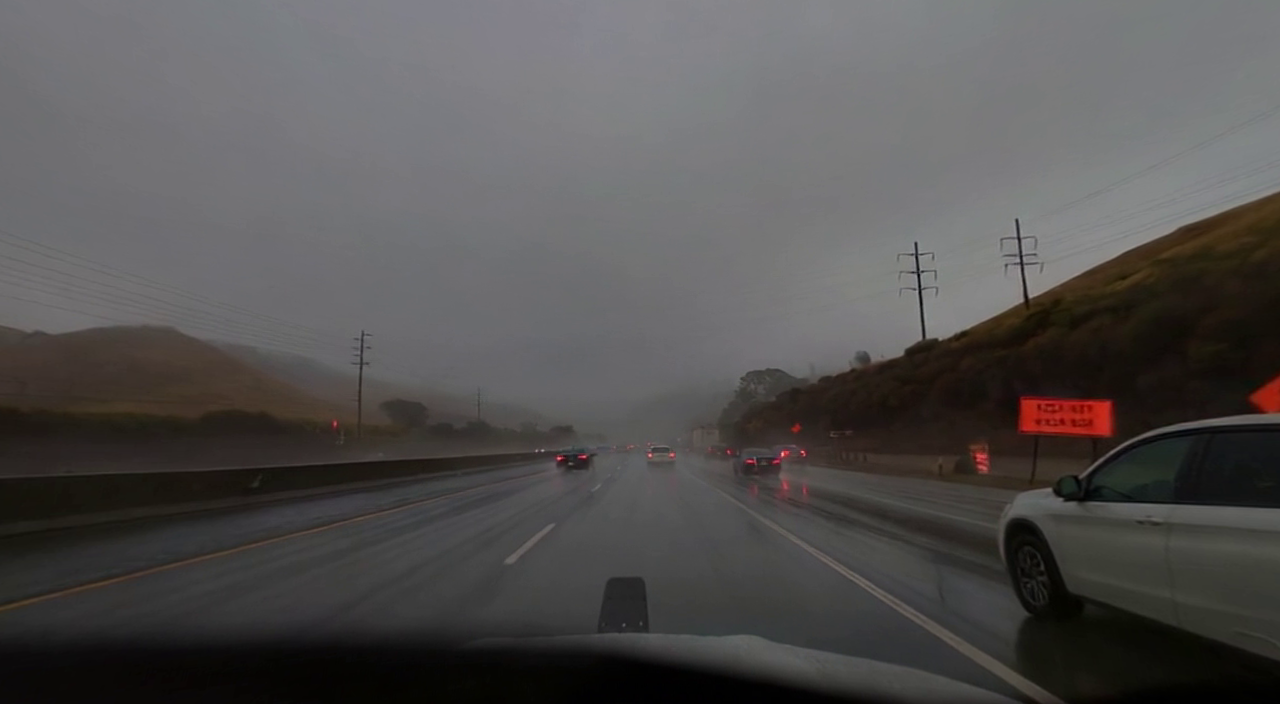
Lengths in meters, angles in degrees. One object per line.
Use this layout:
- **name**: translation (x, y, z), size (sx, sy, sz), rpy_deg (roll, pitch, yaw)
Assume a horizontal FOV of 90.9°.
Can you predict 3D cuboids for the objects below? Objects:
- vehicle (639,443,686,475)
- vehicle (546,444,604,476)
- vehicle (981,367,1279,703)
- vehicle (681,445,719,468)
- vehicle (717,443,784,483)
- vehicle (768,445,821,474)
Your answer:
- **vehicle**: translation (1.050, 5.346, 31.779), size (2.138, 1.473, 4.392), rpy_deg (0, -8, 0)
- **vehicle**: translation (-3.017, 5.127, 30.232), size (2.232, 1.438, 4.163), rpy_deg (-1, -8, 2)
- **vehicle**: translation (3.915, 0.926, 2.979), size (2.018, 1.670, 4.658), rpy_deg (0, -8, 1)
- **vehicle**: translation (4.074, 7.101, 43.195), size (2.177, 1.453, 4.205), rpy_deg (0, -8, 0)
- **vehicle**: translation (4.340, 4.393, 25.320), size (1.867, 1.465, 4.093), rpy_deg (0, -8, -1)
- **vehicle**: translation (8.395, 5.848, 34.601), size (1.843, 1.505, 4.007), rpy_deg (0, -8, 0)
